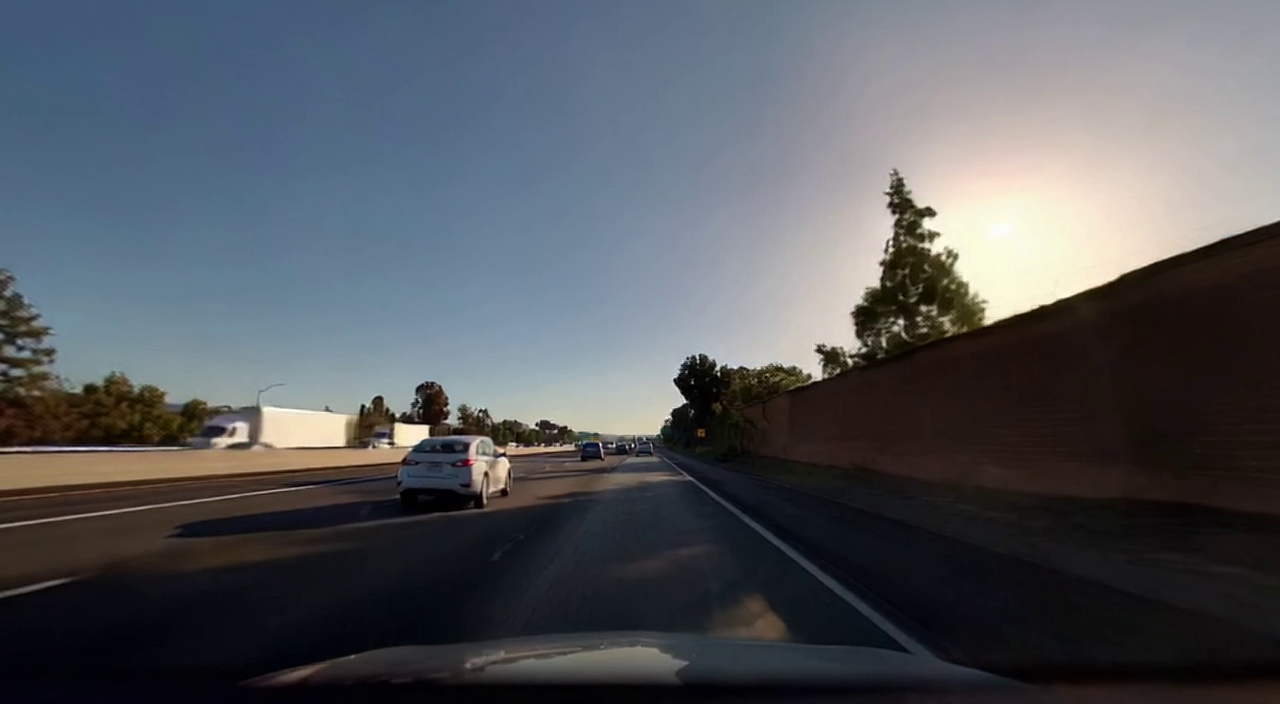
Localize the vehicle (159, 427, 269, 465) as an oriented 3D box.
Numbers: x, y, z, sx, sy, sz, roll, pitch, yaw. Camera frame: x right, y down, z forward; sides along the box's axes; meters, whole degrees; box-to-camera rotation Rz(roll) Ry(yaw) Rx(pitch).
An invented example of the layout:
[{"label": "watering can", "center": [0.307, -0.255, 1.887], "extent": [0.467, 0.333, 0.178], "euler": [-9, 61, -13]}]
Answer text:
[{"label": "vehicle", "center": [-31.985, 7.160, 47.645], "extent": [2.732, 2.631, 7.820], "euler": [0, -9, 1]}]

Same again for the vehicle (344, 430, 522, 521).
[{"label": "vehicle", "center": [-3.894, 2.410, 12.860], "extent": [1.945, 1.484, 4.803], "euler": [0, -9, 1]}]

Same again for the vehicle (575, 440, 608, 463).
[{"label": "vehicle", "center": [-3.558, 7.403, 46.919], "extent": [2.036, 1.636, 4.511], "euler": [0, -9, 1]}]
